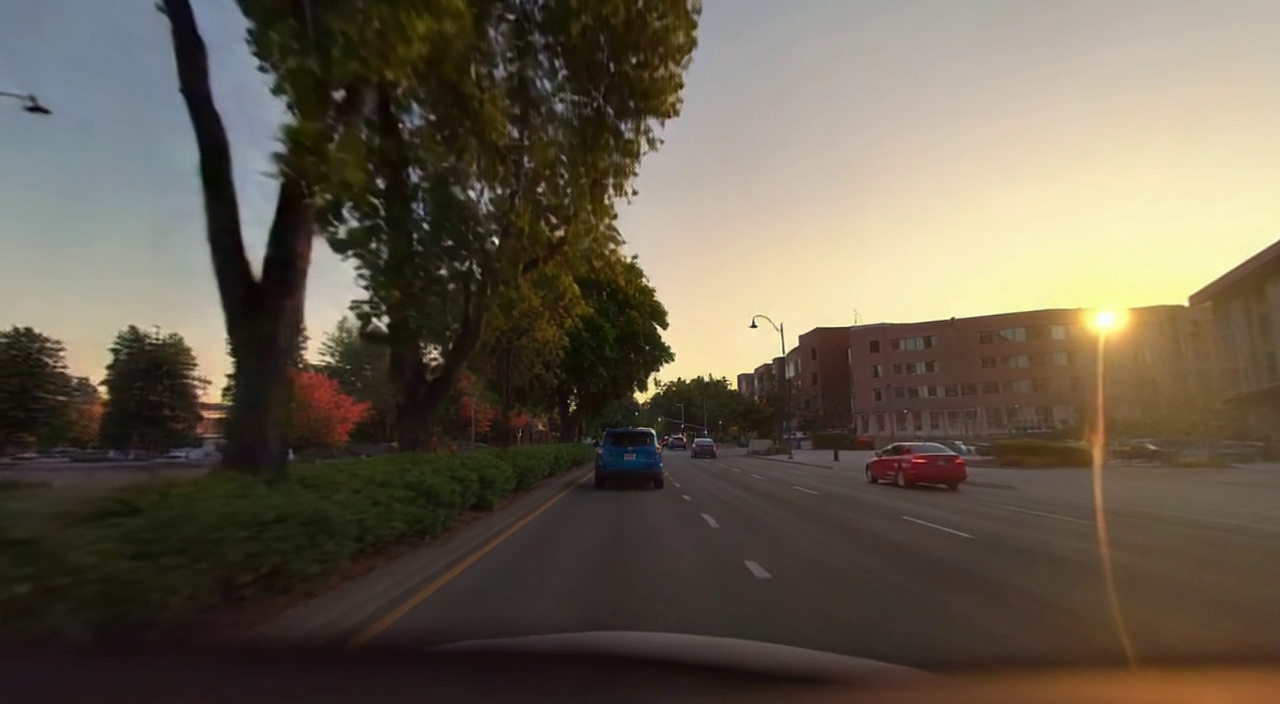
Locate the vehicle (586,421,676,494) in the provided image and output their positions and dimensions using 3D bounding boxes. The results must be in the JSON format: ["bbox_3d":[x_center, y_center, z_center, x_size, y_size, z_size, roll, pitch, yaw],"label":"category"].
[{"bbox_3d":[-0.259,2.993,18.163,2.277,1.816,4.192,0,-9,-1],"label":"vehicle"}]

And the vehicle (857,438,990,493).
[{"bbox_3d":[8.440,3.420,19.356,2.002,1.456,4.631,0,-9,1],"label":"vehicle"}]
